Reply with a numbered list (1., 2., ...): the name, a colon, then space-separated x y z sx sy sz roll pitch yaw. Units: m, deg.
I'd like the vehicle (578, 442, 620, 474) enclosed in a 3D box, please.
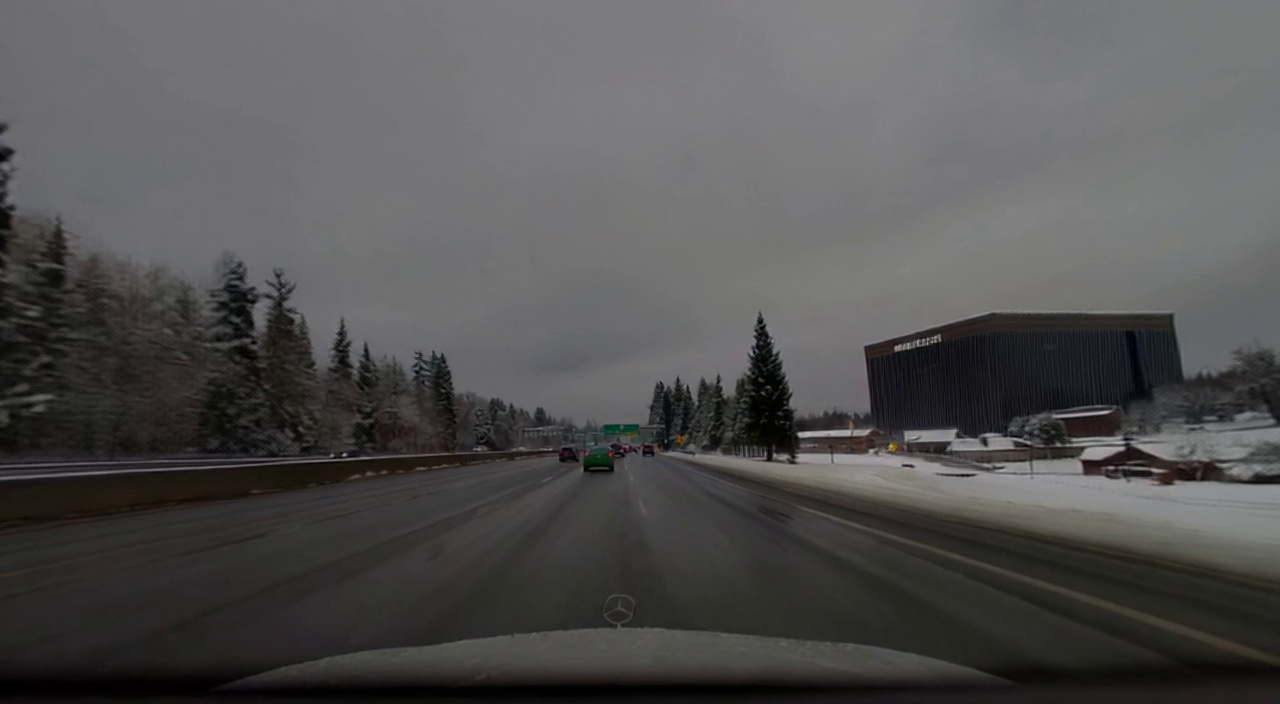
1. vehicle: -2.391 6.372 38.118 2.302 1.810 4.707 0 -9 -1
